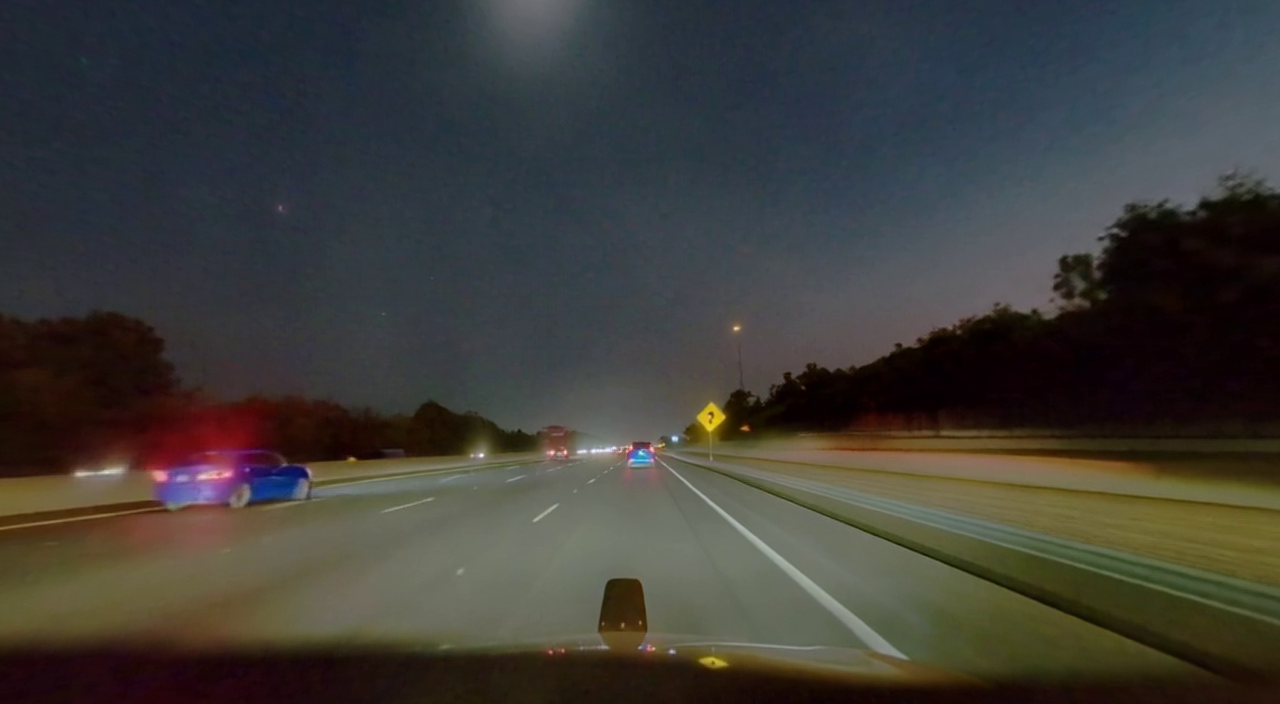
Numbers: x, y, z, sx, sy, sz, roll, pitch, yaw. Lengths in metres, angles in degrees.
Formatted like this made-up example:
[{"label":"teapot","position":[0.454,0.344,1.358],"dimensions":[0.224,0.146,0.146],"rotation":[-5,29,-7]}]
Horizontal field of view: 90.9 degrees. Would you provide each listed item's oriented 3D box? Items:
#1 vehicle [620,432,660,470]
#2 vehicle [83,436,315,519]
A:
[{"label":"vehicle","position":[-0.007,6.007,38.390],"dimensions":[2.318,2.145,4.561],"rotation":[0,-8,0]},{"label":"vehicle","position":[-10.287,2.930,15.366],"dimensions":[2.037,1.661,4.885],"rotation":[0,-8,1]}]
